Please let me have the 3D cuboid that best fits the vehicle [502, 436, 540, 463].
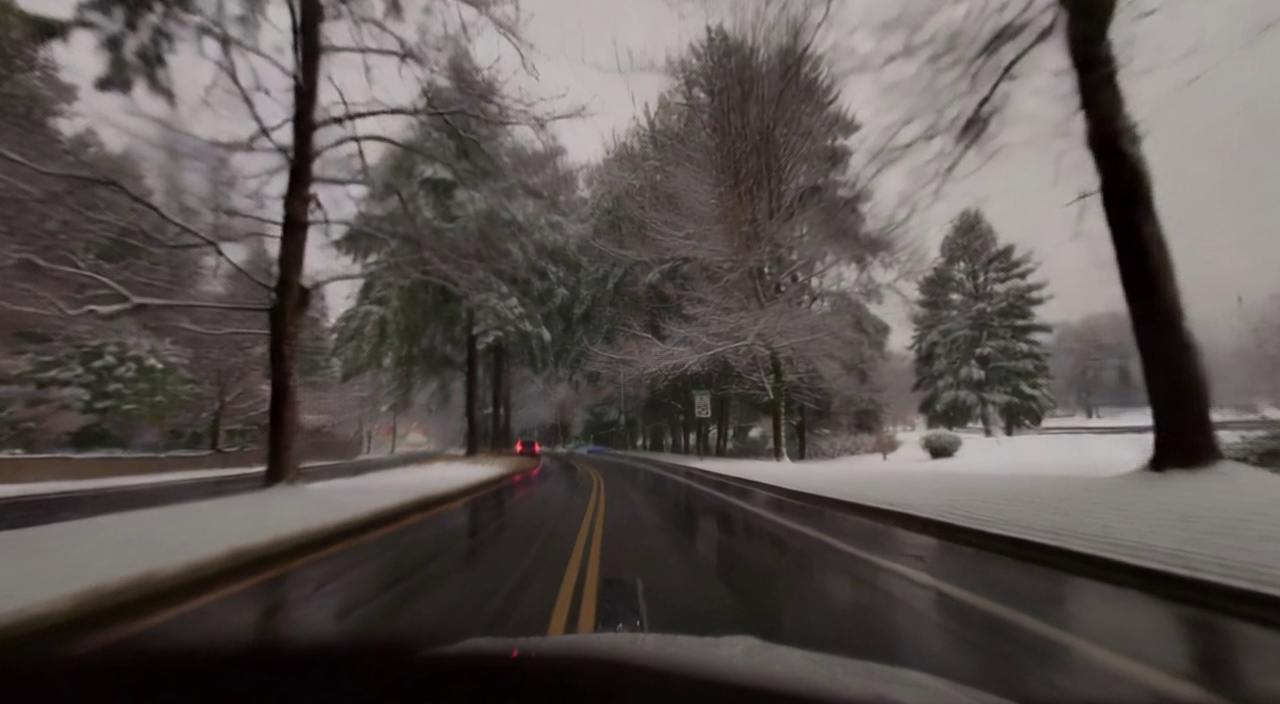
[{"bbox_3d":[-8.809,7.317,47.369,2.267,1.849,6.402,1,-9,-6],"label":"vehicle"}]
